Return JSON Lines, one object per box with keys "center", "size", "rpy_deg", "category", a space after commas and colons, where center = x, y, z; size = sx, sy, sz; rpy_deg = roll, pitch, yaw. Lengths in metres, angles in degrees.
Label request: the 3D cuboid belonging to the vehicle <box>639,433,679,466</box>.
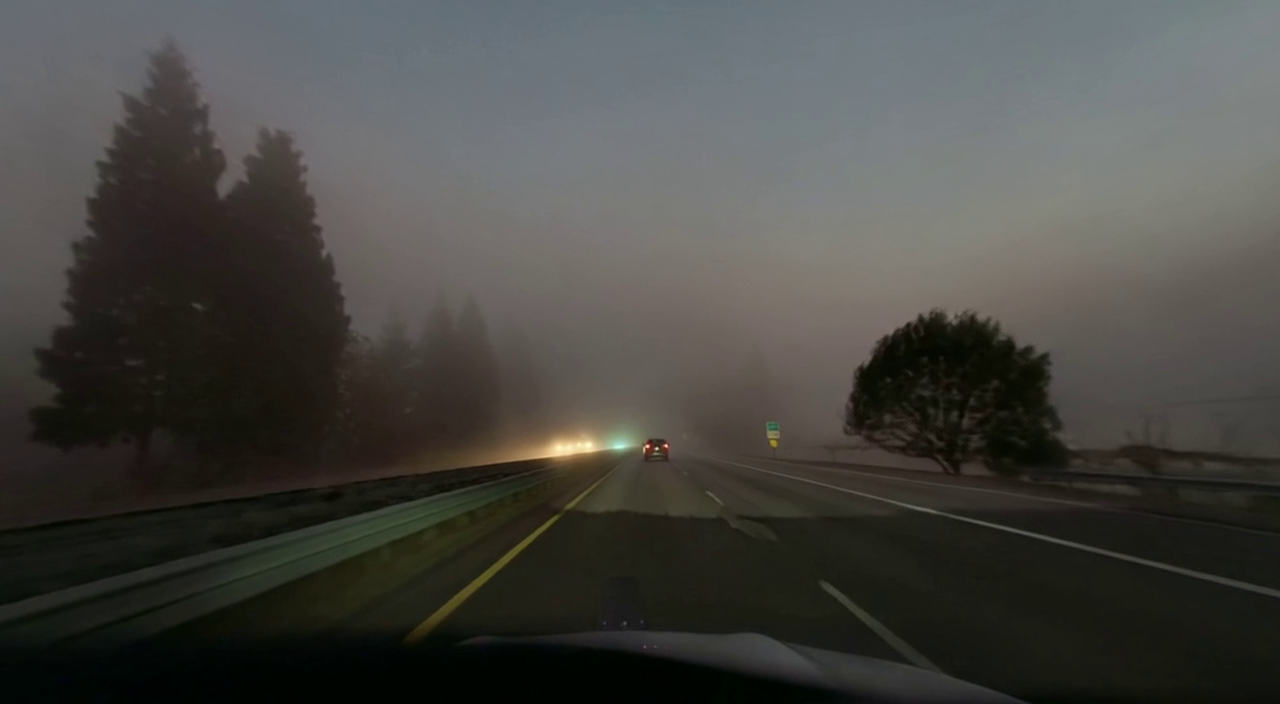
{"center": [1.174, 6.044, 39.118], "size": [2.301, 1.944, 4.554], "rpy_deg": [0, -8, 2], "category": "vehicle"}
